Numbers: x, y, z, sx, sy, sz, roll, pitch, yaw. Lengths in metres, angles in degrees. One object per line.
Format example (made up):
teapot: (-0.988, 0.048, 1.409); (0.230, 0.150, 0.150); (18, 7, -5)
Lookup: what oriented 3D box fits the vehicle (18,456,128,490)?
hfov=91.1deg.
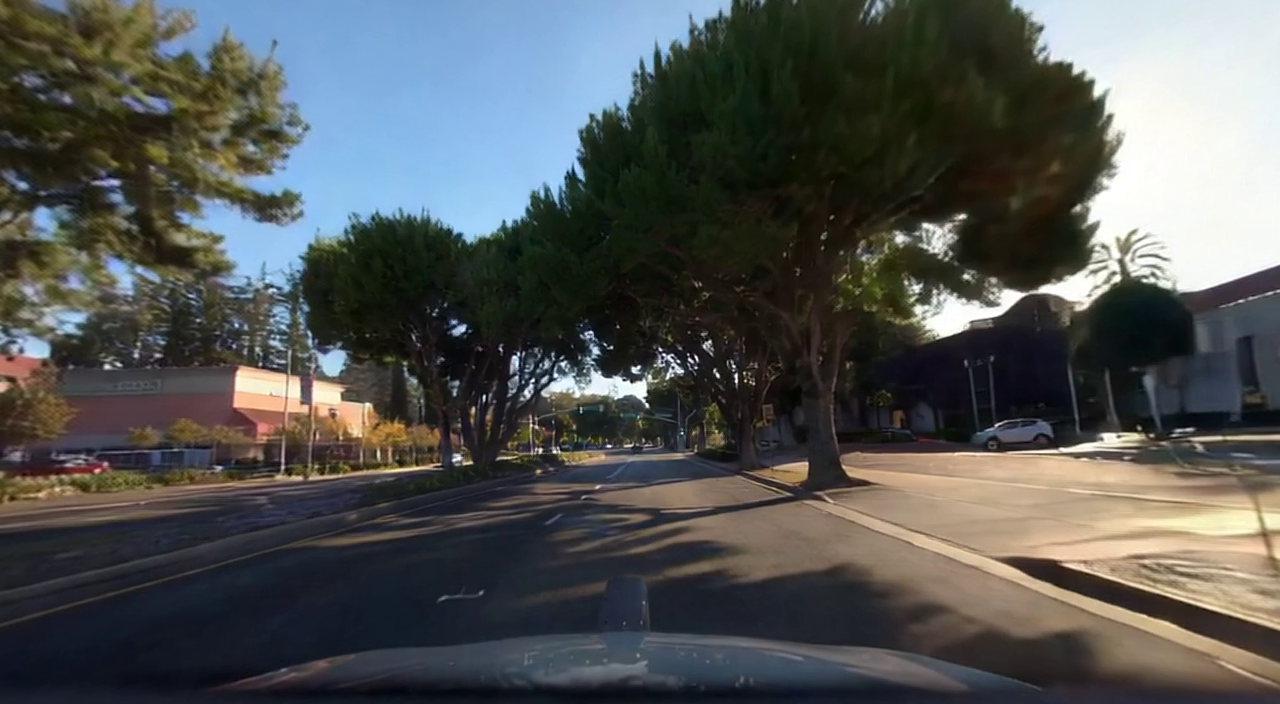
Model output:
vehicle: (-27.236, 5.809, 30.239); (3.592, 1.501, 1.697); (0, -9, 1)
